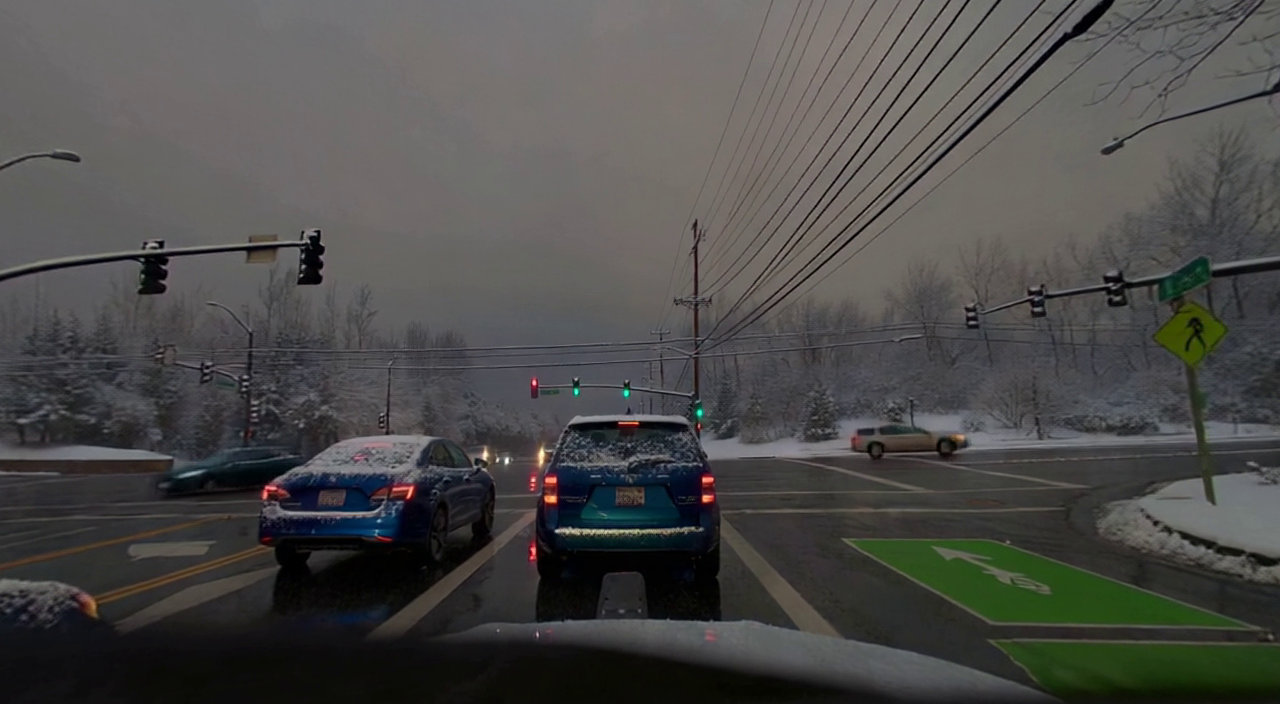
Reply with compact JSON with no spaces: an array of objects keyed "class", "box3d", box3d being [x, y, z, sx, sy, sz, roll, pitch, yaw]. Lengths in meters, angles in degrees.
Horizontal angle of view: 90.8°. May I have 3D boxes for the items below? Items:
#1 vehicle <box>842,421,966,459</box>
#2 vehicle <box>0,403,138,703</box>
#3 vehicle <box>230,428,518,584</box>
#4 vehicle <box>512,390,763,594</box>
[{"class":"vehicle","box3d":[11.999,4.057,29.109,4.977,1.648,2.088,-2,-9,15]},{"class":"vehicle","box3d":[-3.355,0.662,0.441,1.928,1.488,4.936,0,-8,0]},{"class":"vehicle","box3d":[-2.930,1.762,7.996,1.969,1.486,3.702,0,-8,1]},{"class":"vehicle","box3d":[-0.051,1.517,7.611,2.182,1.773,4.041,0,-8,-1]}]
